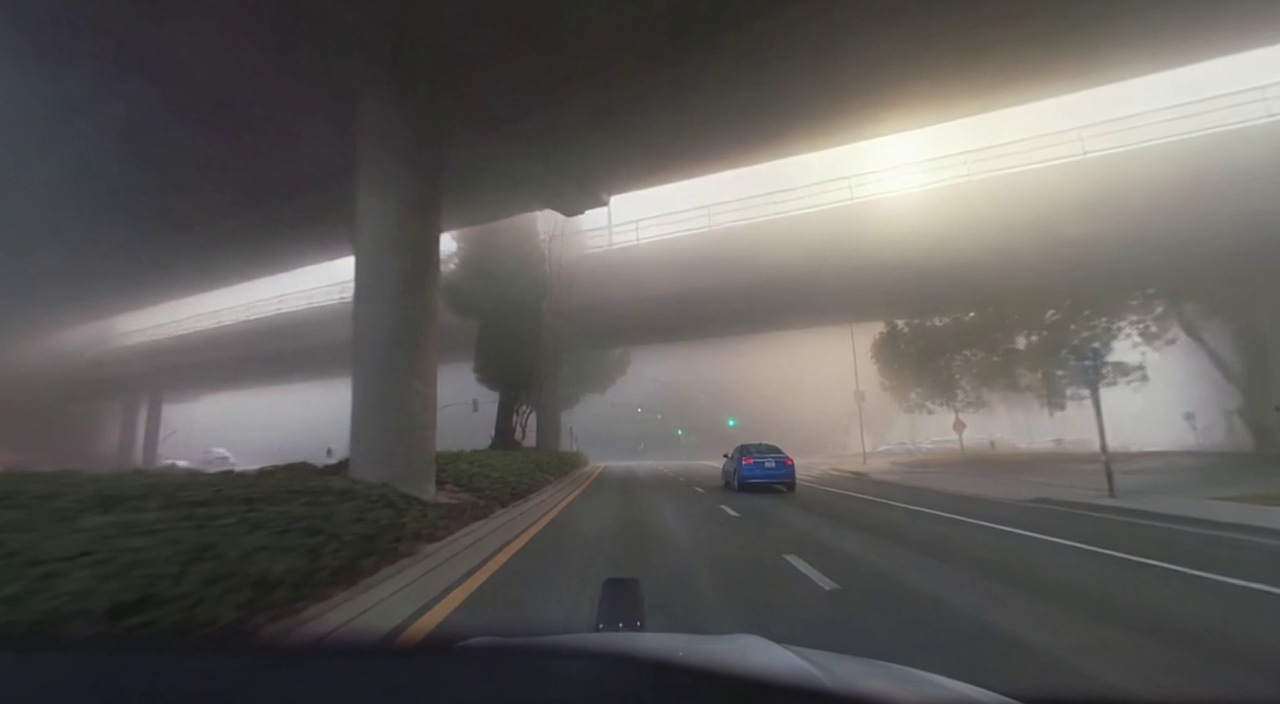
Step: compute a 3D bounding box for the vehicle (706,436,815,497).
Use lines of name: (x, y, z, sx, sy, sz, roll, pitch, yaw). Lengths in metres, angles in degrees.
vehicle: (3.212, 3.142, 17.782, 2.062, 1.484, 4.332, 0, -8, -2)

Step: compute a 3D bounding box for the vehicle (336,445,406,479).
vehicle: (-14.445, 5.904, 34.179, 1.844, 1.650, 4.333, -1, -8, 0)
